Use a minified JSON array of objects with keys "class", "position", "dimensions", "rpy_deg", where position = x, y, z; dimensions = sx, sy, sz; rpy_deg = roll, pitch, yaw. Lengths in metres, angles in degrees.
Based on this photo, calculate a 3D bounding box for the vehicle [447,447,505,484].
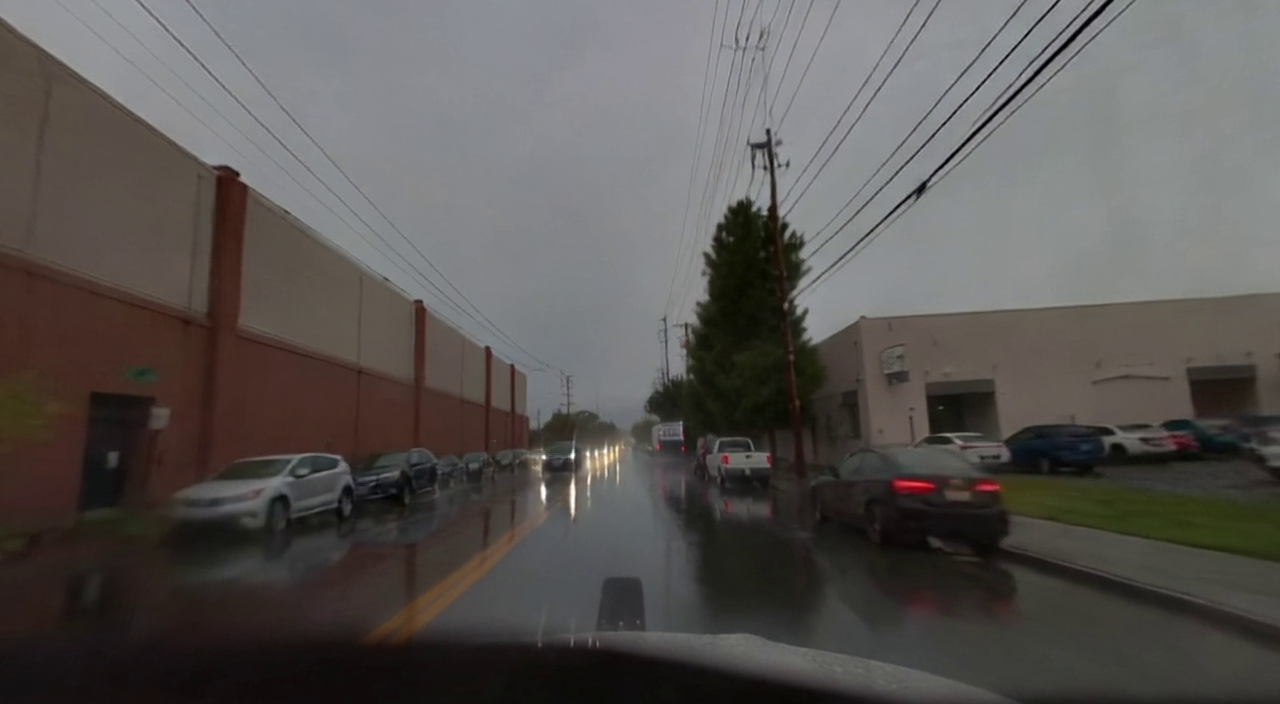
[{"class":"vehicle","position":[-8.225,5.677,32.078],"dimensions":[1.903,1.710,4.322],"rpy_deg":[0,-8,-2]}]

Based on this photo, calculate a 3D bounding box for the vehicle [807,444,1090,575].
[{"class":"vehicle","position":[4.127,2.131,9.492],"dimensions":[1.919,1.453,4.425],"rpy_deg":[0,-8,-2]}]

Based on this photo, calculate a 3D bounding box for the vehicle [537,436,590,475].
[{"class":"vehicle","position":[-4.179,5.792,35.579],"dimensions":[2.275,1.999,5.723],"rpy_deg":[0,-8,0]}]

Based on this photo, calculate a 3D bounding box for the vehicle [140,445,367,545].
[{"class":"vehicle","position":[-7.974,2.924,13.737],"dimensions":[2.194,1.775,4.482],"rpy_deg":[0,-8,-2]}]

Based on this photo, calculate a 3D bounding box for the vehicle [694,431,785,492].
[{"class":"vehicle","position":[3.491,3.976,23.473],"dimensions":[2.218,1.956,5.916],"rpy_deg":[0,-8,-2]}]

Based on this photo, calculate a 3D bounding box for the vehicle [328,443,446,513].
[{"class":"vehicle","position":[-7.782,3.851,19.937],"dimensions":[1.933,1.754,4.514],"rpy_deg":[-3,-7,-1]}]

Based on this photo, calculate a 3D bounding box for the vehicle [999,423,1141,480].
[{"class":"vehicle","position":[14.662,3.417,21.863],"dimensions":[1.828,1.749,4.000],"rpy_deg":[0,-8,-4]}]
